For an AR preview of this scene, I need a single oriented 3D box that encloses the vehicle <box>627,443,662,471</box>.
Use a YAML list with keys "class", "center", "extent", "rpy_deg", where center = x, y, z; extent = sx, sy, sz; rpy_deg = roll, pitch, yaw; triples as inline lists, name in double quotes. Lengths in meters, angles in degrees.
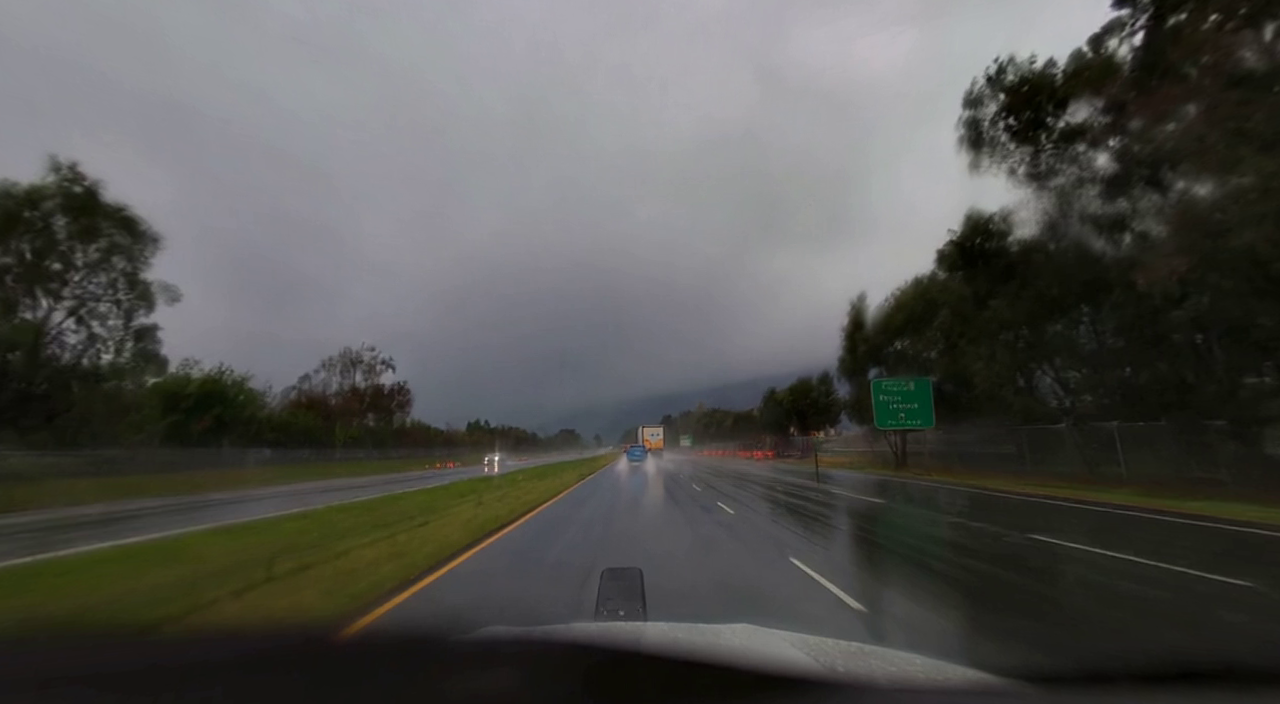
- class: "vehicle"
  center: [0.256, 6.432, 38.818]
  extent: [2.065, 1.573, 3.734]
  rpy_deg: [0, -9, -1]
